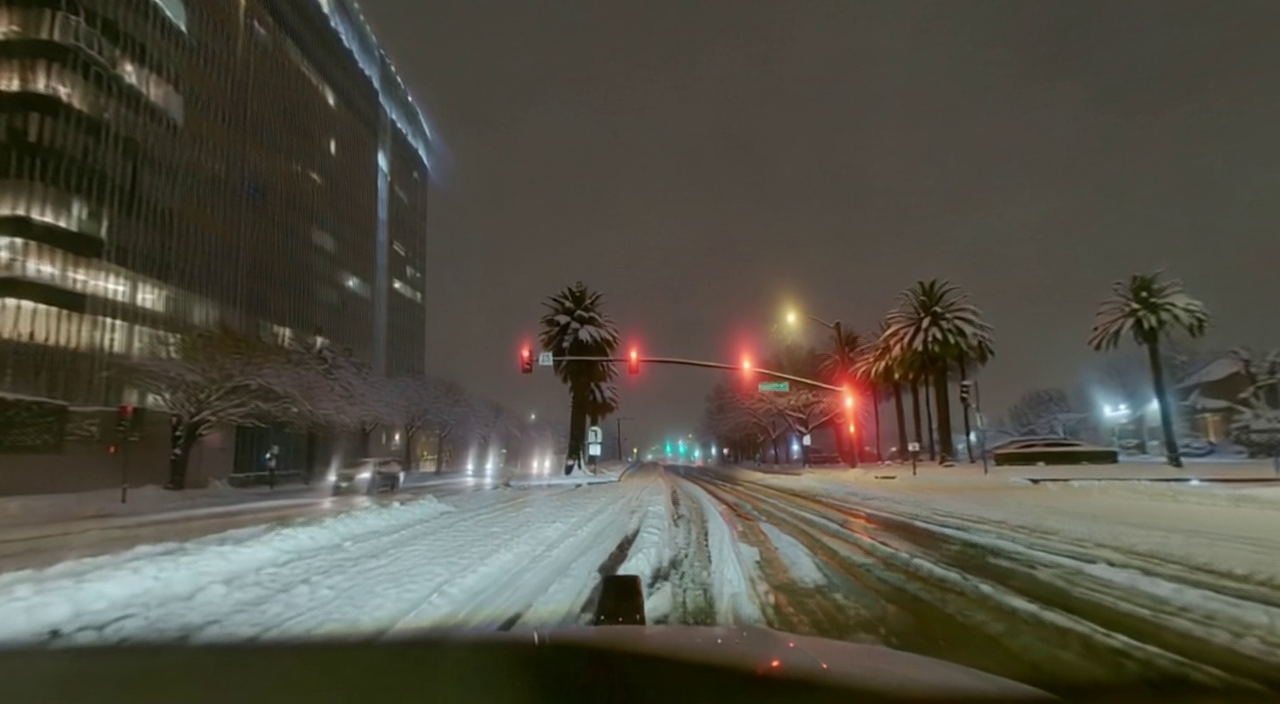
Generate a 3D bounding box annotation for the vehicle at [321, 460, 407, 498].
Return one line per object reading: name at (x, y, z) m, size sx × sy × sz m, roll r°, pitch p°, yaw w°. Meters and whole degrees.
vehicle at (-12.825, 5.902, 29.684) m, size 2.038 × 1.624 × 4.292 m, roll 0°, pitch -9°, yaw 0°
